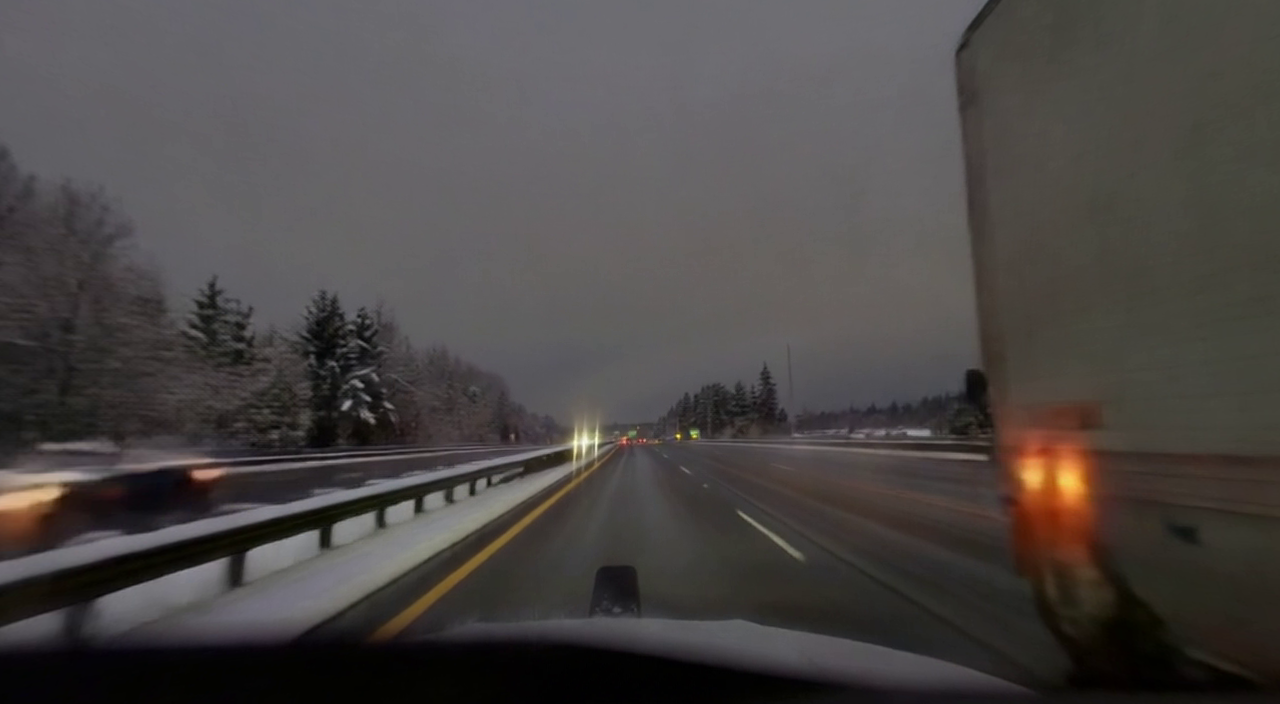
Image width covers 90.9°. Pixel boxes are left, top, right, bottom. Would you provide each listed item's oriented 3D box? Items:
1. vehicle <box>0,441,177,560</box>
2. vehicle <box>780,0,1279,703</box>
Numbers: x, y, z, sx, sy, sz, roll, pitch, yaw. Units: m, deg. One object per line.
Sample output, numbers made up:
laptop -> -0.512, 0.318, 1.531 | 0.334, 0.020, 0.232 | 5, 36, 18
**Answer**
vehicle -> -9.030, 1.974, 8.680 | 2.106, 1.457, 4.262 | 0, -8, -1
vehicle -> 3.656, -0.377, 2.342 | 2.954, 3.995, 13.335 | 0, -8, -1
